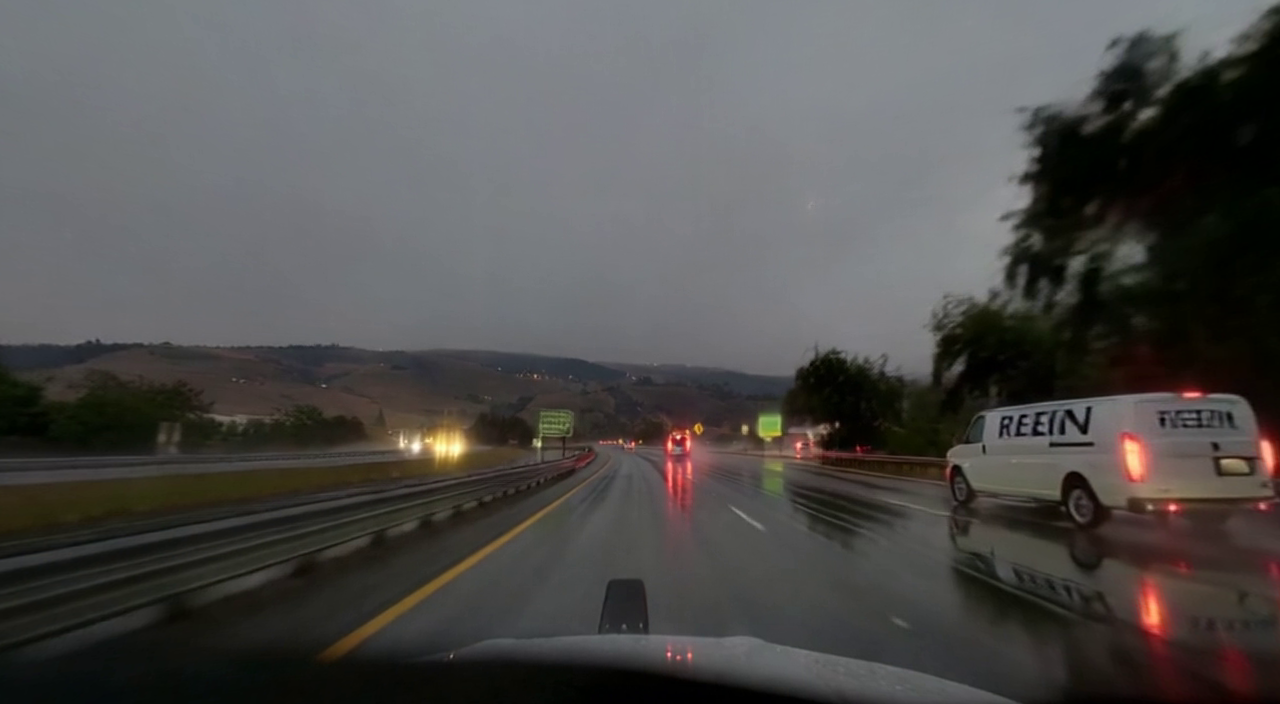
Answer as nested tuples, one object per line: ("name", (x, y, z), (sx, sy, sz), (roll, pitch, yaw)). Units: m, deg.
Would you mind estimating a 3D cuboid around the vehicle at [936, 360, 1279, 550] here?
("vehicle", (7.061, 1.509, 9.679), (2.275, 2.059, 5.543), (0, -8, 0))
